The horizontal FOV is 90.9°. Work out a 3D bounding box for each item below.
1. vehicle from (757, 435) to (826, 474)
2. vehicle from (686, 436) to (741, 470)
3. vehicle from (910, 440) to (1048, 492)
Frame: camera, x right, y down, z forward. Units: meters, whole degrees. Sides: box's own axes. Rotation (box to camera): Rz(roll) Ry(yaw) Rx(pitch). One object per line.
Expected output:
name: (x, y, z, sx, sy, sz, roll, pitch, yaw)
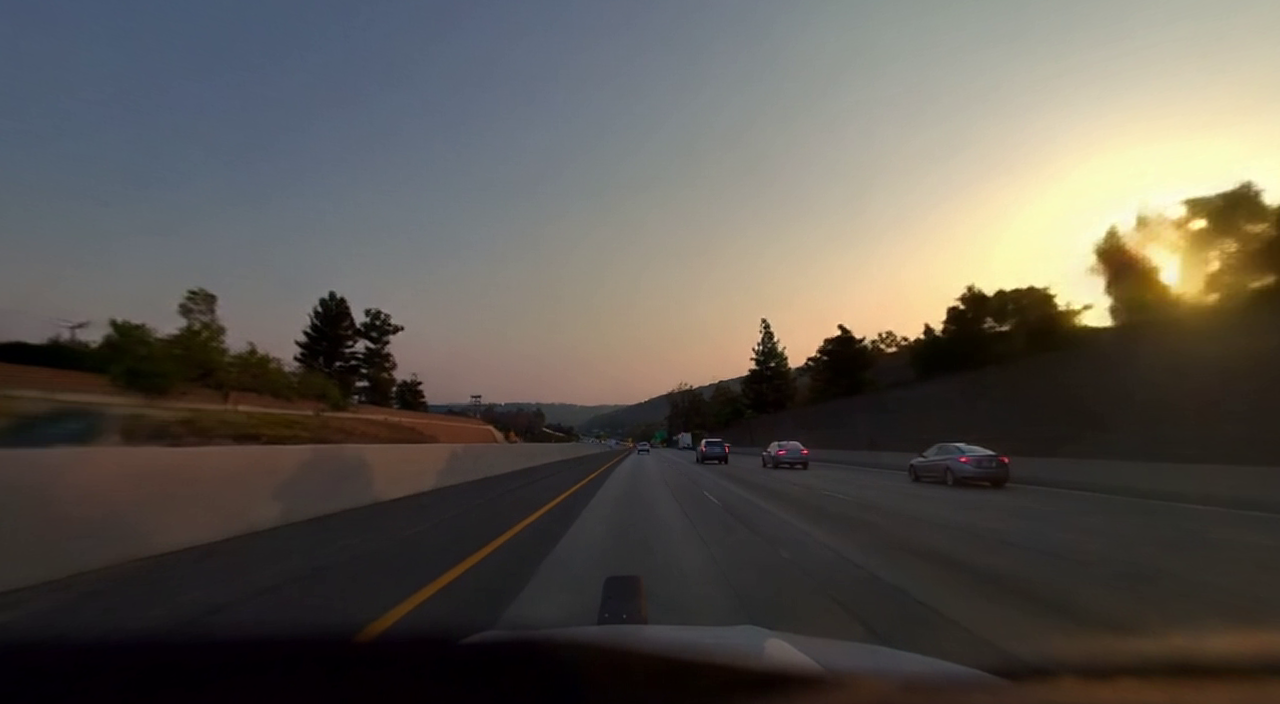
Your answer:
vehicle: (7.230, 4.929, 30.612, 2.178, 1.749, 4.570, 0, -8, -1)
vehicle: (3.799, 5.312, 33.295, 2.326, 1.644, 4.206, 0, -8, -1)
vehicle: (10.679, 3.600, 20.332, 1.970, 1.479, 4.480, 0, -8, 0)
